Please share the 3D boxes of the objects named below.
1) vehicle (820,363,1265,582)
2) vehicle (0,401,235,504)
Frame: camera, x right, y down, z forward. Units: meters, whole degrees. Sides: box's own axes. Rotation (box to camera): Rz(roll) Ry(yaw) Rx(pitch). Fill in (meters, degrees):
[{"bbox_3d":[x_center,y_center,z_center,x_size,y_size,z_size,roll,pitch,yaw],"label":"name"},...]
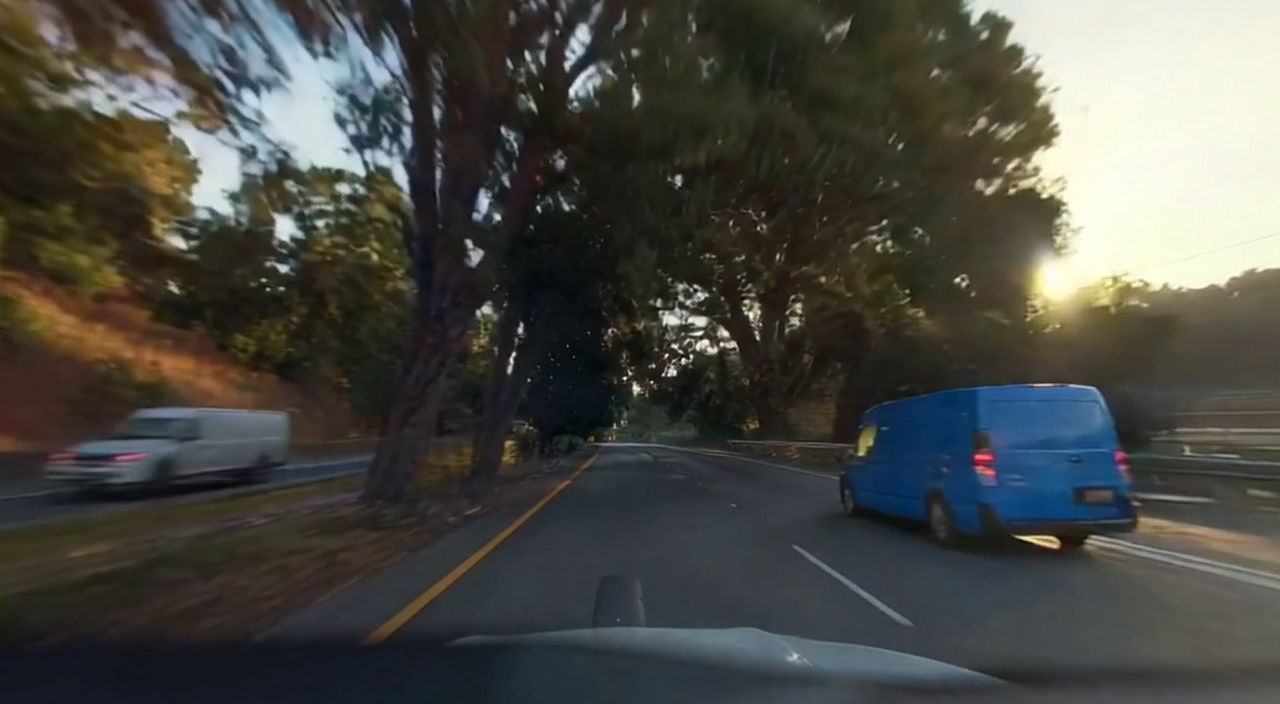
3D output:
[{"bbox_3d":[4.000,1.289,7.560,2.240,1.801,4.545,0,-8,-1],"label":"vehicle"},{"bbox_3d":[-12.522,2.367,15.326,2.109,2.086,4.935,0,-8,-2],"label":"vehicle"}]
